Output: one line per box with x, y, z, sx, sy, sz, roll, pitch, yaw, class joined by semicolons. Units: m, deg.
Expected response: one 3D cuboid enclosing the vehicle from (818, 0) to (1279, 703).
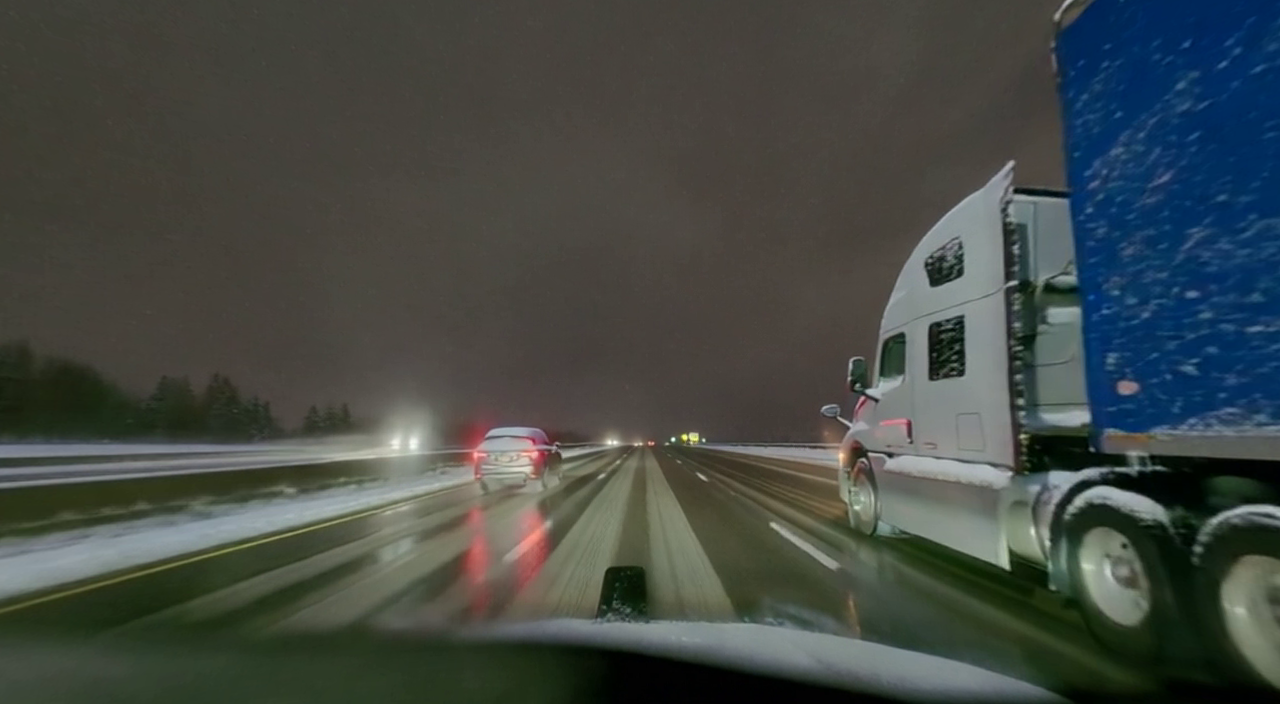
3.812;0.054;5.328;3.037;4.014;6.276;1;-7;3;vehicle

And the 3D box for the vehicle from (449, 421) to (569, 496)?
-3.256;2.770;16.754;2.189;1.707;4.692;0;-8;0;vehicle
